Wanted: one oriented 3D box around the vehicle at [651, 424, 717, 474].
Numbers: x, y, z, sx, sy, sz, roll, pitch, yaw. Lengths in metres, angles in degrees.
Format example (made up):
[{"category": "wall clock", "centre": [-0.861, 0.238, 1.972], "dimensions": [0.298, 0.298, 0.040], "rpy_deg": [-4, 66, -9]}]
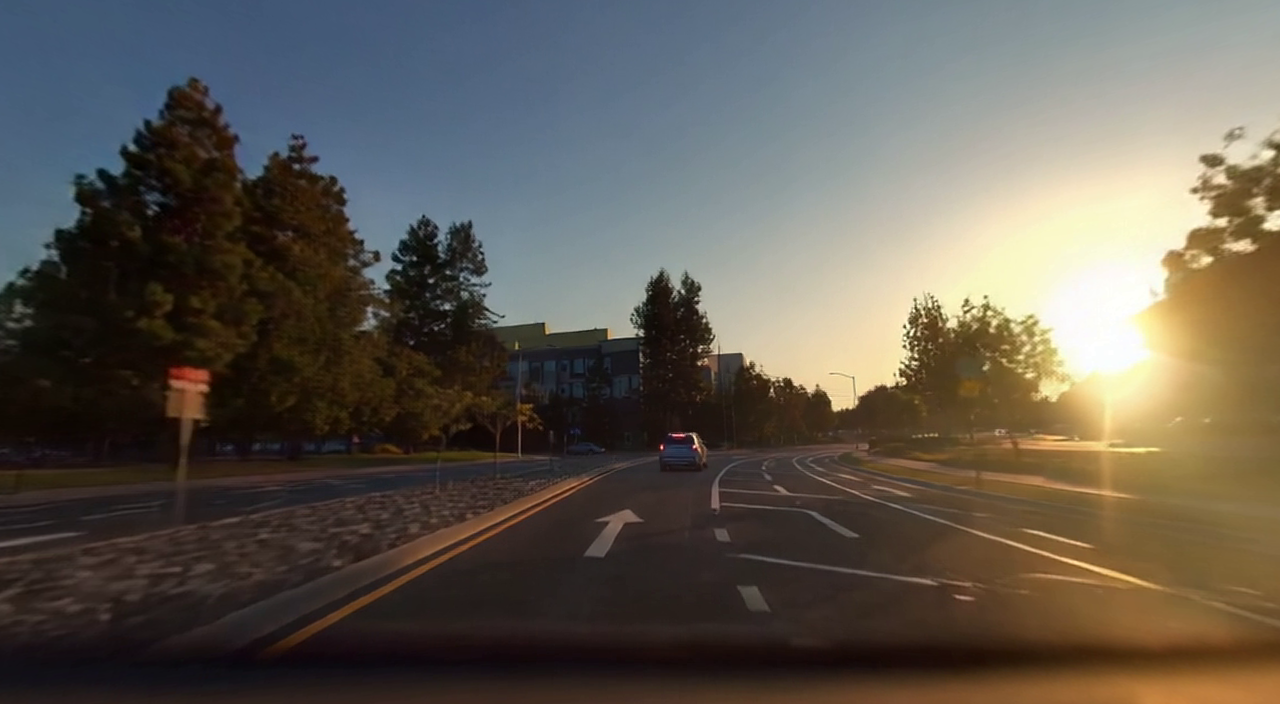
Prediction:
[{"category": "vehicle", "centre": [2.042, 4.220, 27.376], "dimensions": [2.371, 1.926, 5.615], "rpy_deg": [-1, -9, 9]}]
